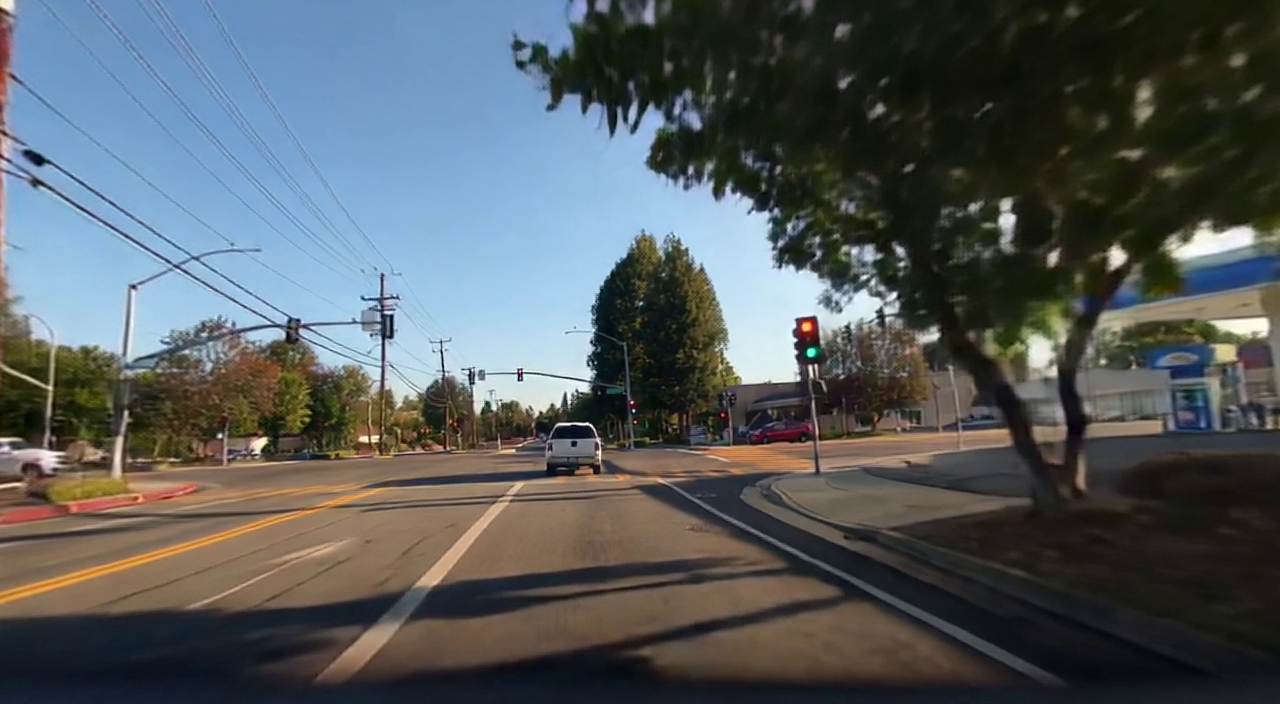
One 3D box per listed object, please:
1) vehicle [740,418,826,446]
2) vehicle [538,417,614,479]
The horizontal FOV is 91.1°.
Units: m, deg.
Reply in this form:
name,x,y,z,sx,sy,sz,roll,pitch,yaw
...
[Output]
name,x,y,z,sx,sy,sz,roll,pitch,yaw
vehicle,9.385,5.268,41.474,5.149,1.725,1.964,0,-8,-5
vehicle,-2.151,3.246,21.405,2.300,1.868,4.690,1,-8,-5
